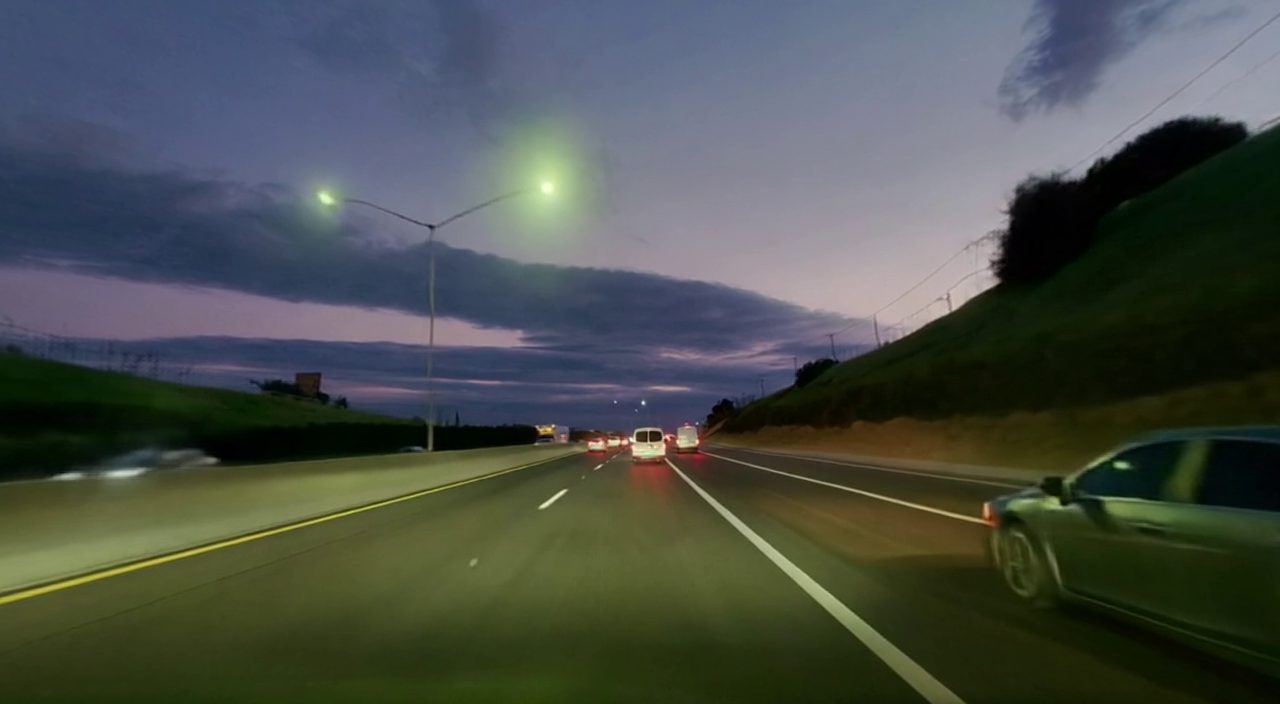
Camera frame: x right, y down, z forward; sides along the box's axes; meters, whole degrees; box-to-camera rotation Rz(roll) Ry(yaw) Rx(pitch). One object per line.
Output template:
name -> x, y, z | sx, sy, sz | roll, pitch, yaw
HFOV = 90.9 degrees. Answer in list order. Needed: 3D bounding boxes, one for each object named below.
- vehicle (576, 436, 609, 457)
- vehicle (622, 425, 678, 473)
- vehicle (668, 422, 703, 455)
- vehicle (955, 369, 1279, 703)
vehicle -> -3.521, 7.154, 47.902 | 2.093, 1.517, 4.648 | 0, -8, 1
vehicle -> 0.339, 3.992, 26.162 | 2.159, 1.811, 4.238 | 0, -8, -1
vehicle -> 3.520, 6.795, 49.775 | 2.348, 2.429, 5.172 | 0, -8, -1
vehicle -> 3.617, 0.878, 2.770 | 1.923, 1.562, 4.691 | 0, -8, -2
